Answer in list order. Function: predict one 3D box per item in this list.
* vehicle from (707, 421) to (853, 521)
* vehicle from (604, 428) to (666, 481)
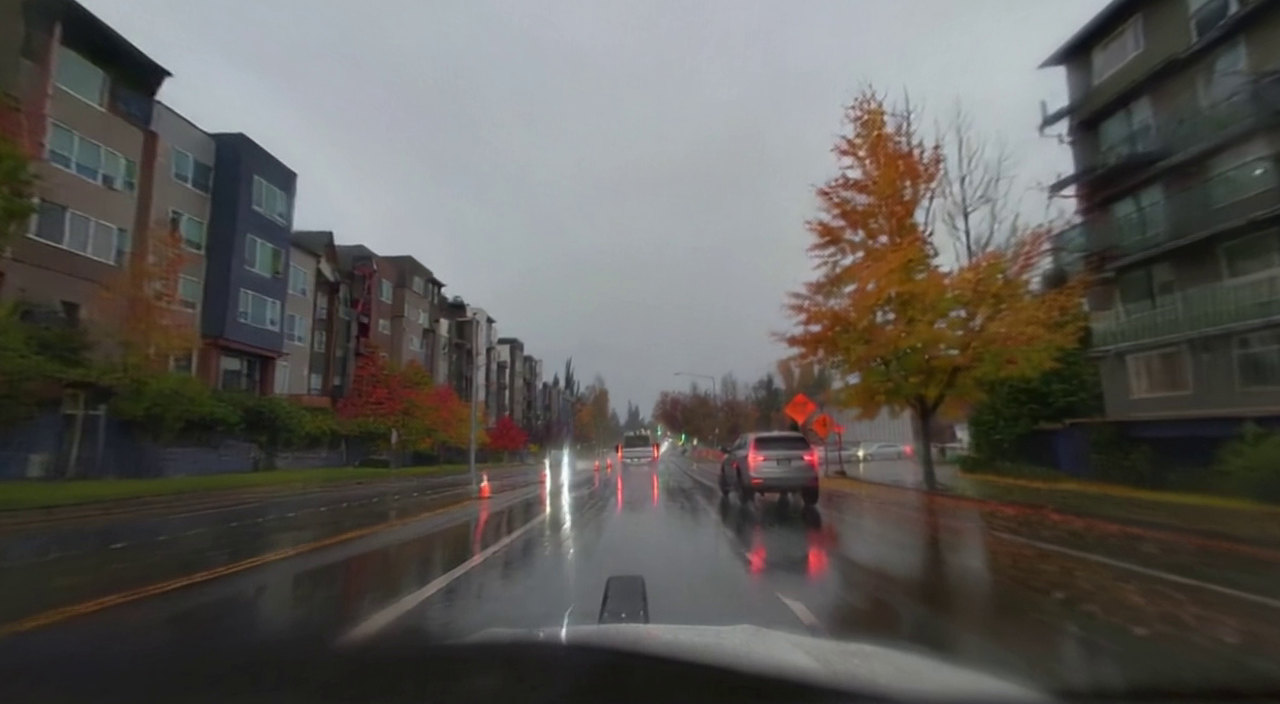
[{"bbox_3d":[2.883,2.623,14.453,2.120,1.828,5.531,0,-9,0],"label":"vehicle"},{"bbox_3d":[-0.208,5.037,31.098,2.762,2.309,6.723,0,-9,0],"label":"vehicle"}]
